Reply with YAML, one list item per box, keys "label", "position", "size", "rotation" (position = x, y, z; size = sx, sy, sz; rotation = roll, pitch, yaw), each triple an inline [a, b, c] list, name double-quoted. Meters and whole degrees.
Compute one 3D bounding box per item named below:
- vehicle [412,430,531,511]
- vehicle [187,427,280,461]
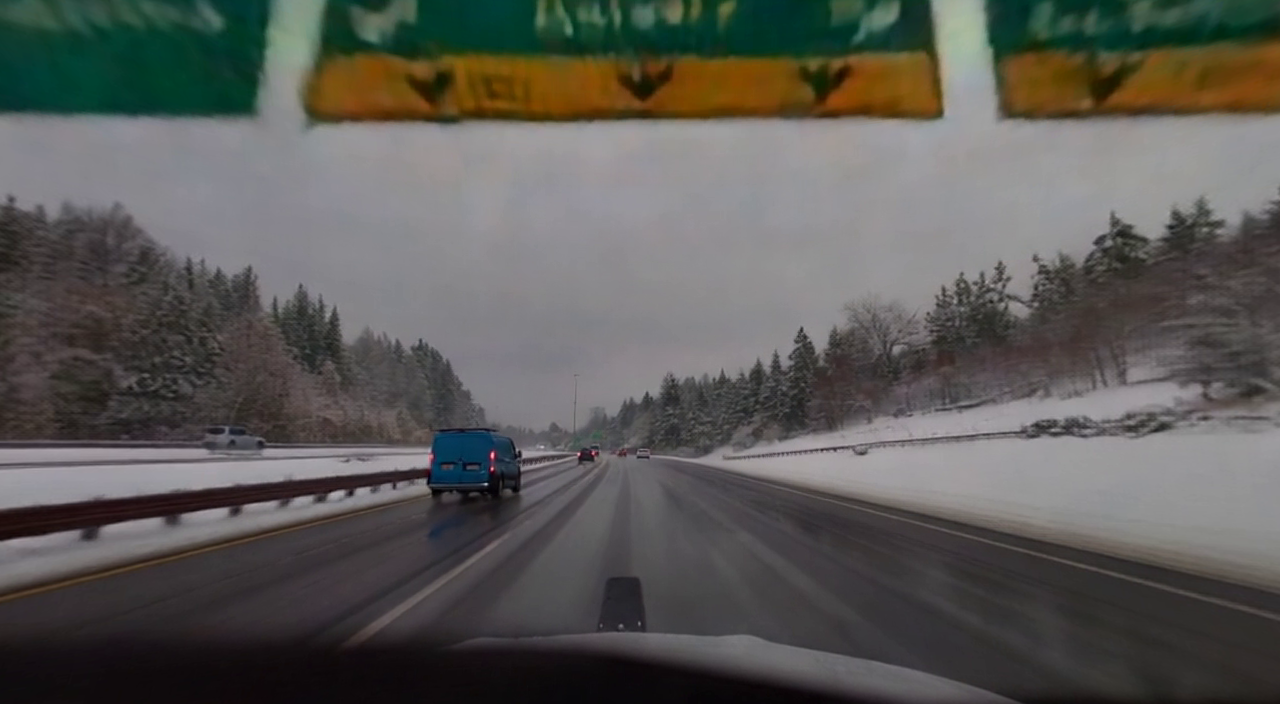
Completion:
- label: "vehicle"
  position: [-4.197, 3.028, 16.505]
  size: [1.971, 1.795, 4.389]
  rotation: [0, -9, -2]
- label: "vehicle"
  position: [-18.712, 4.280, 29.202]
  size: [1.879, 1.492, 3.607]
  rotation: [0, -9, 0]
